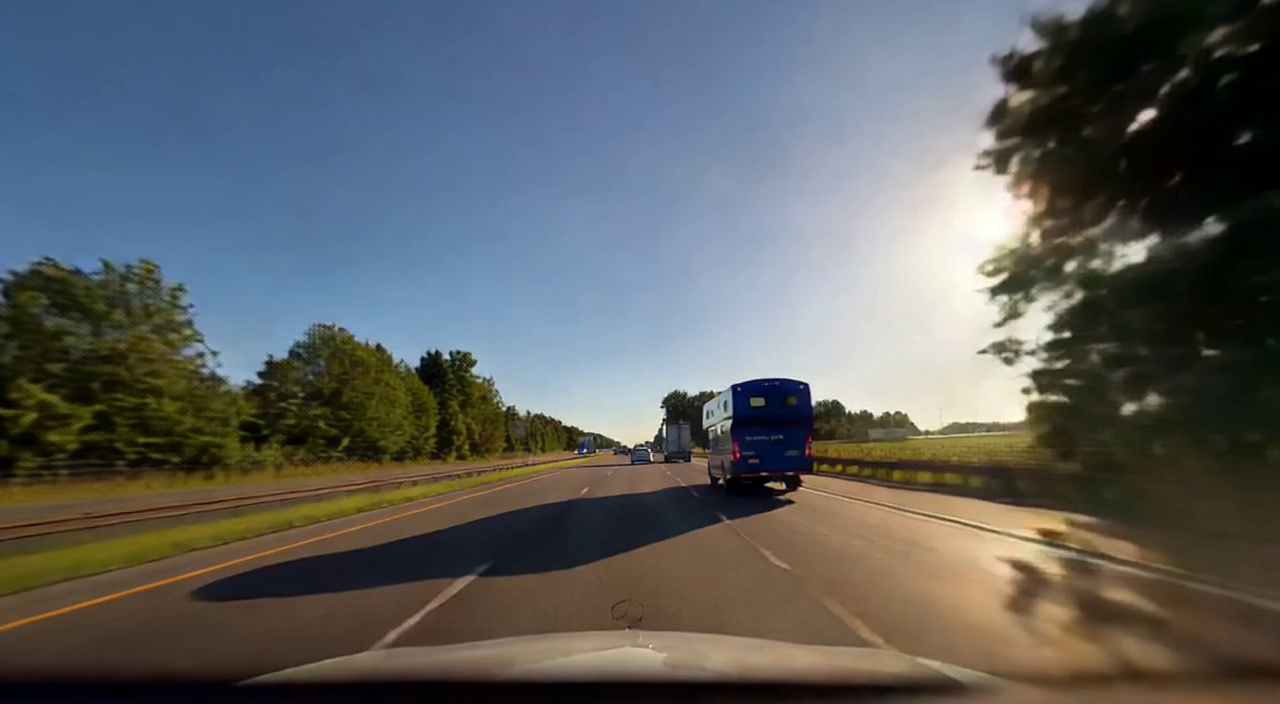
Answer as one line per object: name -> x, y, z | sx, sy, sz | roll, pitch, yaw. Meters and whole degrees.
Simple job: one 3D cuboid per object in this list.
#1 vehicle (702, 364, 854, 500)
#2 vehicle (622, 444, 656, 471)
vehicle -> 4.006, 2.731, 20.777 | 2.931, 3.530, 8.760 | 0, -9, 0
vehicle -> -0.037, 7.045, 42.255 | 2.151, 1.678, 3.923 | 0, -9, 1
